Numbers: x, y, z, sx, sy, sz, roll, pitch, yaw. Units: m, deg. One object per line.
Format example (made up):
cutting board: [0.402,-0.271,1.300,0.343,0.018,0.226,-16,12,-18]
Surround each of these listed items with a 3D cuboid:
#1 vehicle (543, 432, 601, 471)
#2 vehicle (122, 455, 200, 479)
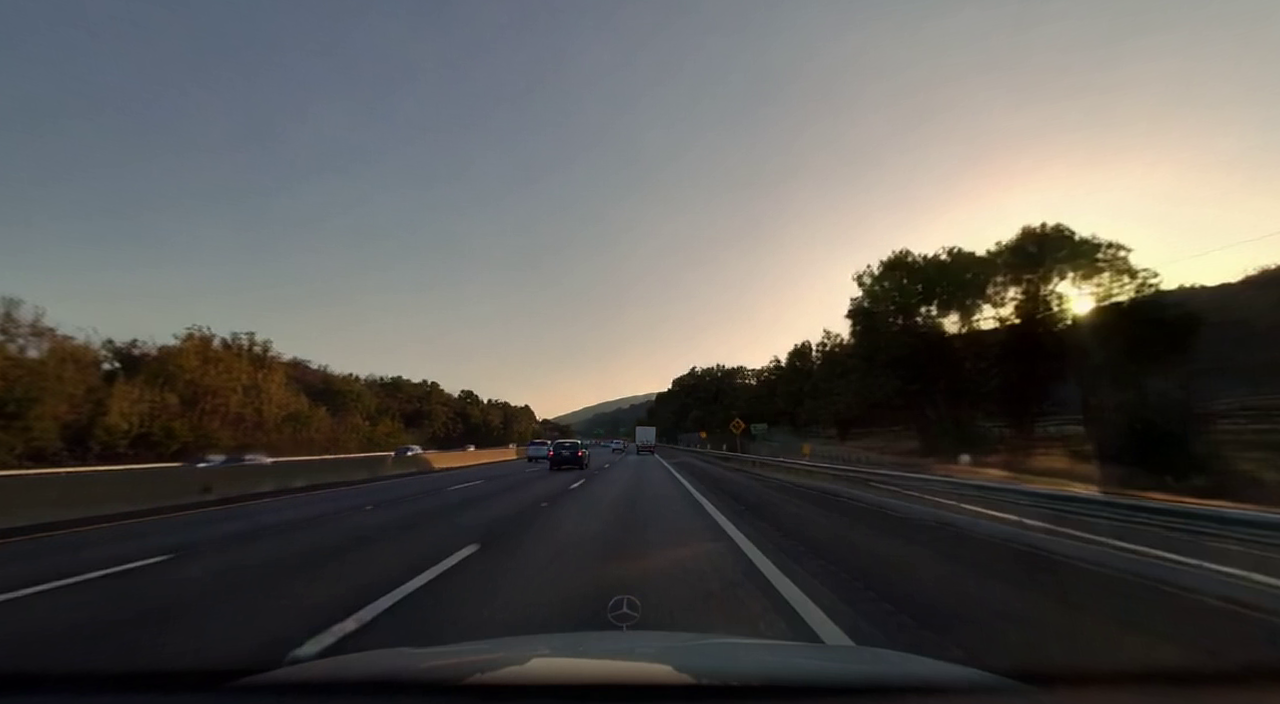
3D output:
vehicle: [-3.296,4.959,31.597,2.283,1.802,4.810,0,-9,1]
vehicle: [-32.531,7.819,43.032,1.785,1.459,4.414,0,-9,1]
